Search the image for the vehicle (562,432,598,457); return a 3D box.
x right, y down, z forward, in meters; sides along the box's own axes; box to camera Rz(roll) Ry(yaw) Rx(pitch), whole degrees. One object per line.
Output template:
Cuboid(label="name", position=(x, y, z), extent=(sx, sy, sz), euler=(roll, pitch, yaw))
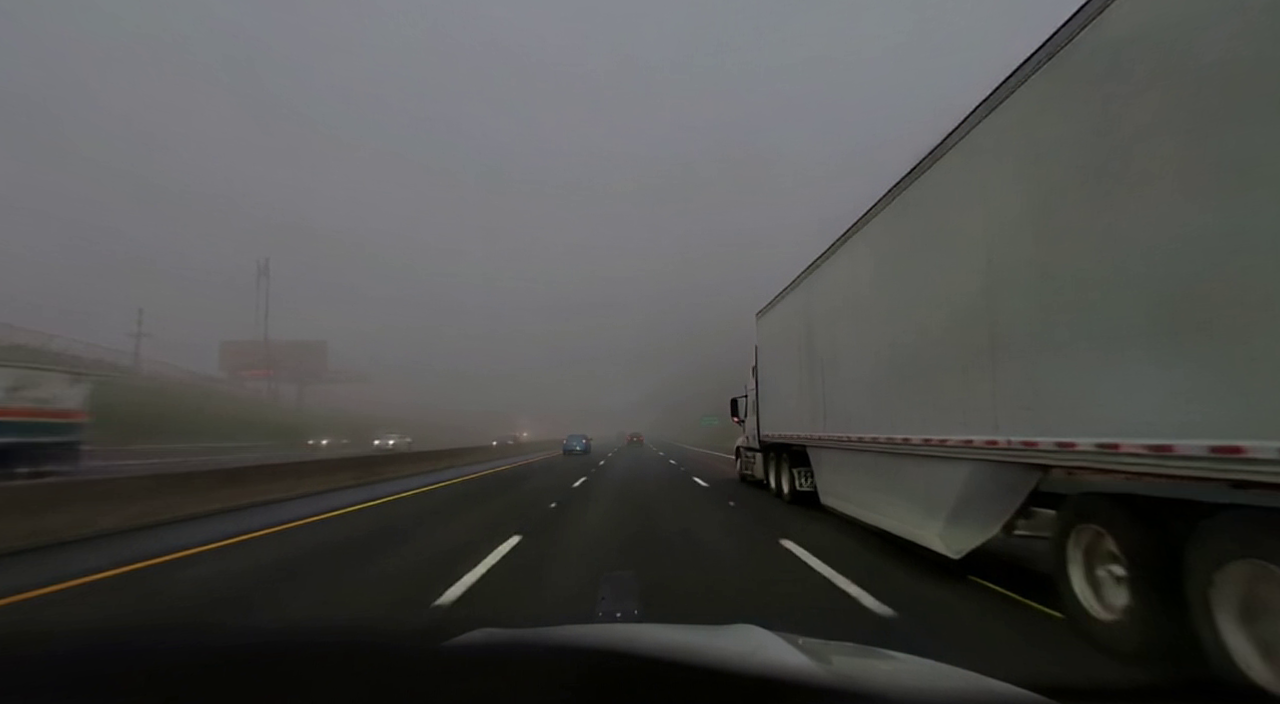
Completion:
Cuboid(label="vehicle", position=(-3.685, 5.733, 39.133), extent=(1.930, 1.484, 3.849), euler=(0, -8, -1))

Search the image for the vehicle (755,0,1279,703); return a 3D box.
Cuboid(label="vehicle", position=(3.871, 0.269, 6.540), extent=(2.871, 3.815, 11.331), euler=(0, -8, -2))
